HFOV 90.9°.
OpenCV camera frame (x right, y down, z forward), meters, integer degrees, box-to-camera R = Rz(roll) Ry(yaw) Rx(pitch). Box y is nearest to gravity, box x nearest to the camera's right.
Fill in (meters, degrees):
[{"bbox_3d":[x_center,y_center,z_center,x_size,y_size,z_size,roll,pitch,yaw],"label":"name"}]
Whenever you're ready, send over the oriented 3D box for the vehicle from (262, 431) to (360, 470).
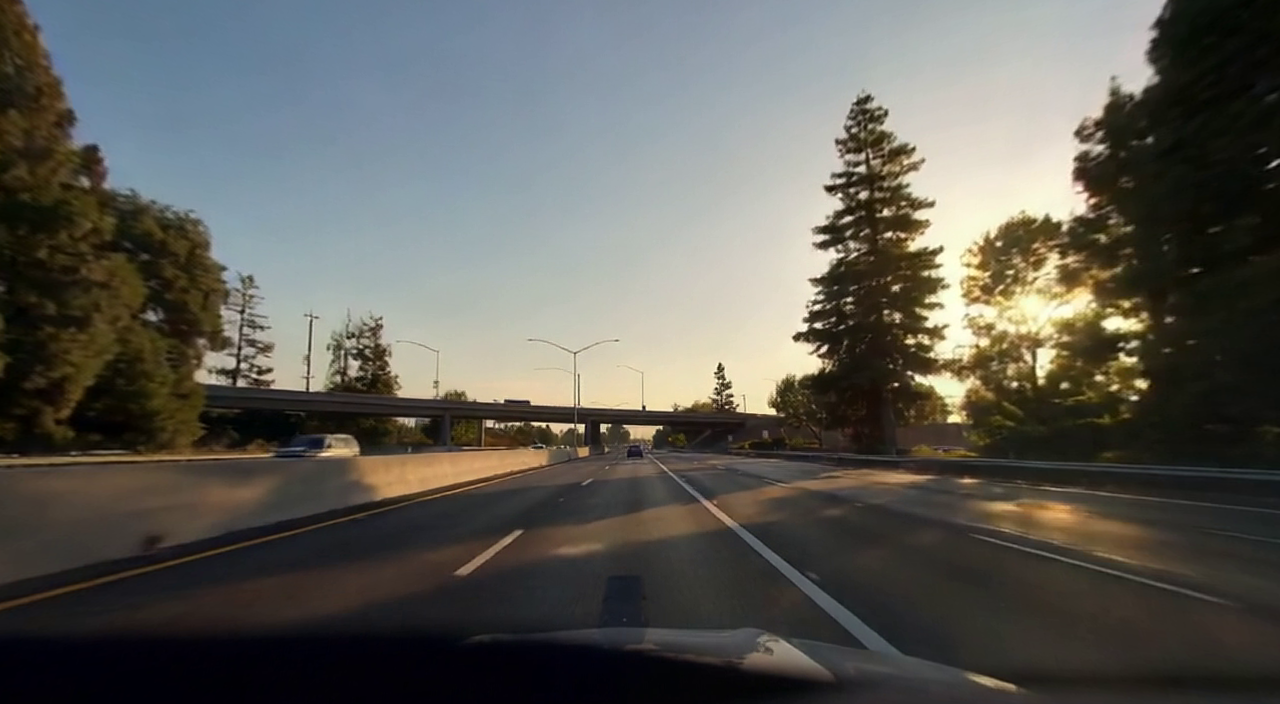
[{"bbox_3d":[-15.059,4.556,29.233,1.957,1.648,4.783,0,-9,0],"label":"vehicle"}]
